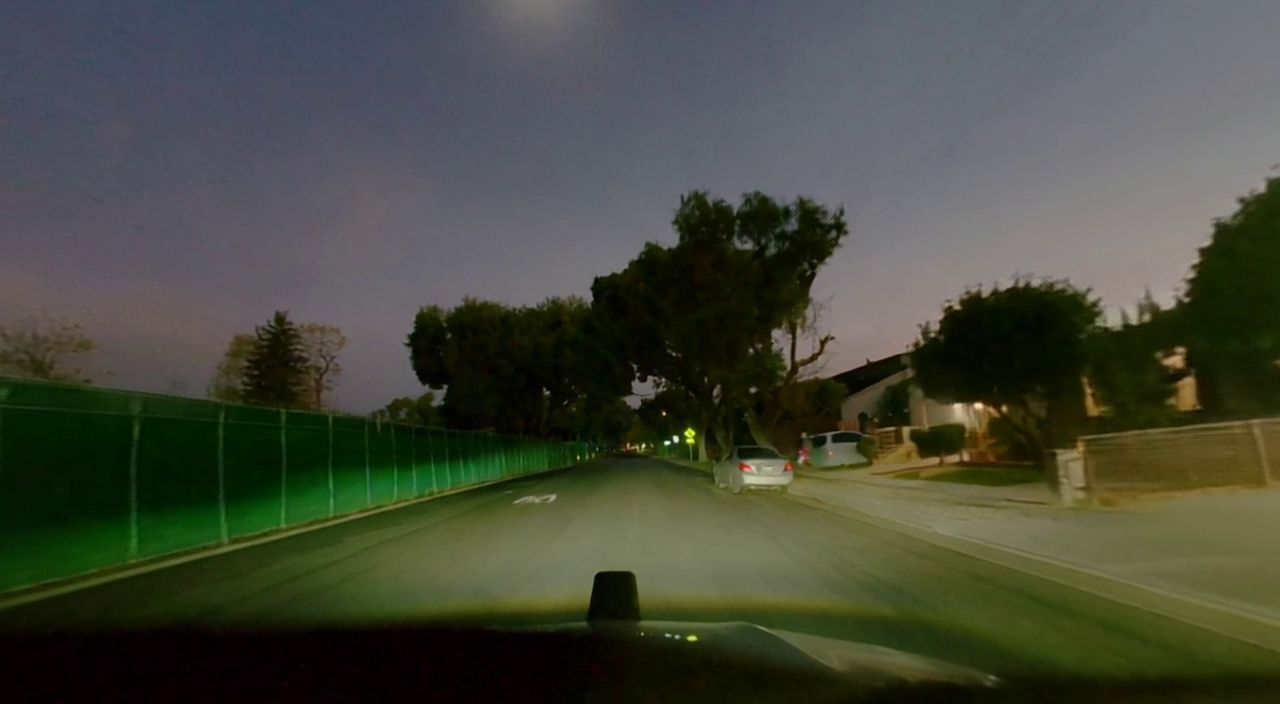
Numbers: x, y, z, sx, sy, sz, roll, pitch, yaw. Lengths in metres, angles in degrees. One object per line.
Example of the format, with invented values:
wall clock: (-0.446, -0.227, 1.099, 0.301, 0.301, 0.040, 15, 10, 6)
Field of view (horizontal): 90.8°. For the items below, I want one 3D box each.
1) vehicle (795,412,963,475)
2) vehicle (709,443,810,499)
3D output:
vehicle: (9.780, 3.820, 26.309, 5.935, 1.911, 2.236, -6, -10, -1)
vehicle: (3.640, 3.733, 20.265, 2.051, 1.524, 5.047, 0, -9, -2)
